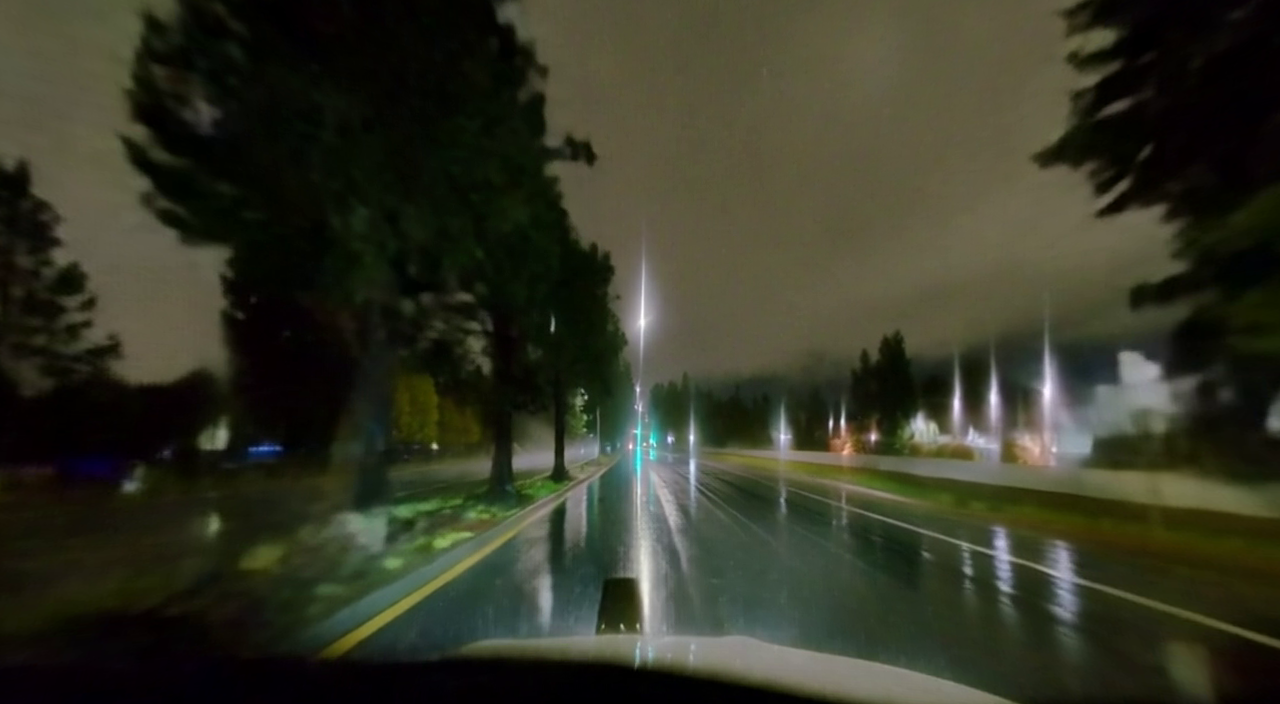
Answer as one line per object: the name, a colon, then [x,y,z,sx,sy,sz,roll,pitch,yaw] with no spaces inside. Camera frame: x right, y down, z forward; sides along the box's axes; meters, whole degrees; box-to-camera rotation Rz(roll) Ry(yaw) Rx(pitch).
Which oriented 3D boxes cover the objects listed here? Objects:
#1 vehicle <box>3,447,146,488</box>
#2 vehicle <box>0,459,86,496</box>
vehicle: [-27.445,5.599,30.826,4.783,1.722,2.206,-1,-7,-2]
vehicle: [-27.314,5.551,27.989,3.810,1.444,1.742,-1,-7,-2]
